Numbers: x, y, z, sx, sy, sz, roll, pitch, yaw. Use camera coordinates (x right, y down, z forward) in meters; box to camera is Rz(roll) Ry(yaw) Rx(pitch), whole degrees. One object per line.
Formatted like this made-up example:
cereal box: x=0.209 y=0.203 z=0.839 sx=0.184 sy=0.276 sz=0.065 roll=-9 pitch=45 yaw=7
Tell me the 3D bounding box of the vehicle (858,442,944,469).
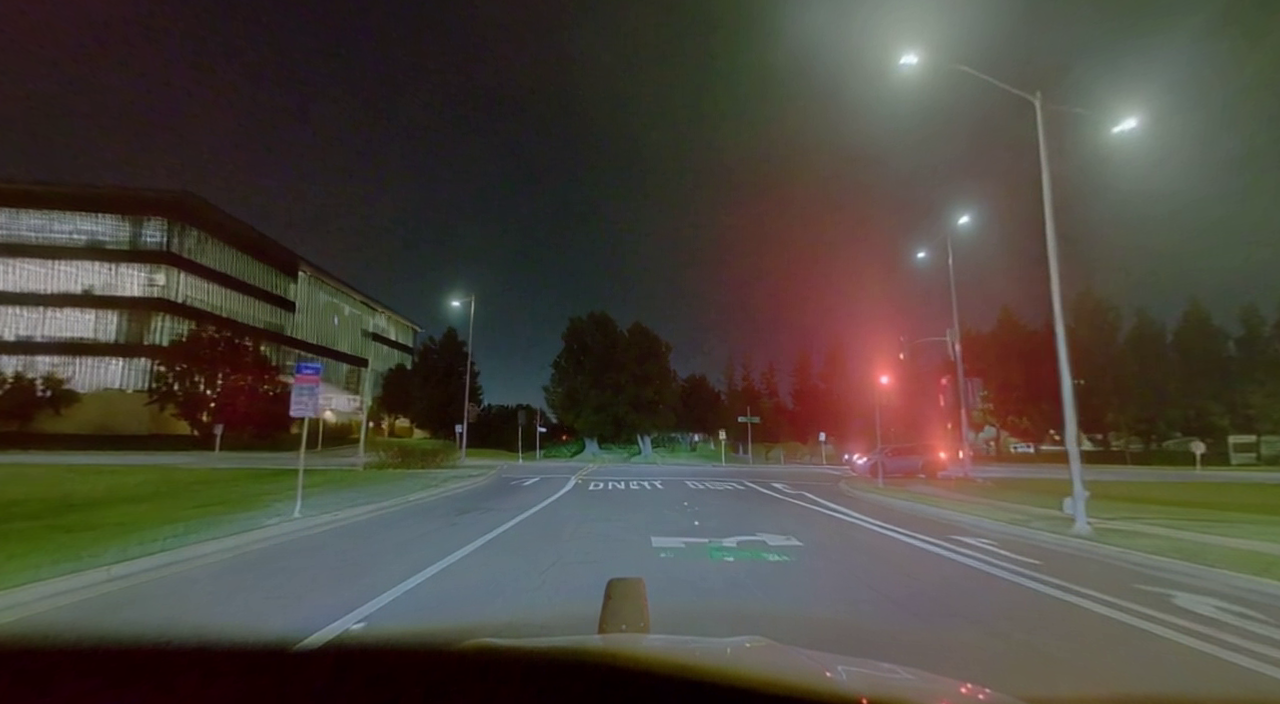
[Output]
vehicle: x=17.141 y=6.794 z=41.502 sx=4.715 sy=1.671 sz=2.030 roll=0 pitch=-8 yaw=0
